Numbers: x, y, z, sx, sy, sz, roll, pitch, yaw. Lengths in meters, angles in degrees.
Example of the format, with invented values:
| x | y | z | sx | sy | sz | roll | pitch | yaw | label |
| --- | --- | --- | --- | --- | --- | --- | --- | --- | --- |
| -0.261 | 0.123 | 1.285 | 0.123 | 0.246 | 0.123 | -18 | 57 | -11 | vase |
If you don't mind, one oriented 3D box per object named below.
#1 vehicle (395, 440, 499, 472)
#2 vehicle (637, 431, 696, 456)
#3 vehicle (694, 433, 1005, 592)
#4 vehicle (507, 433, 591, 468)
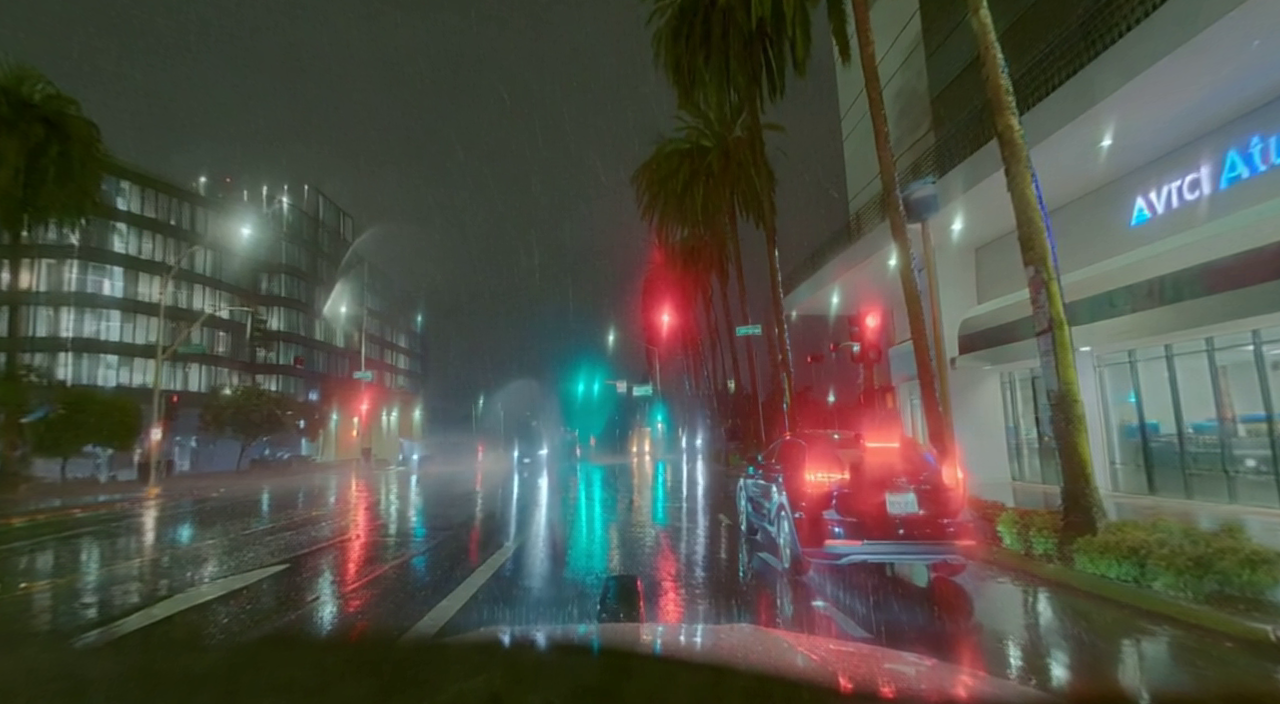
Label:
| x | y | z | sx | sy | sz | roll | pitch | yaw | label |
| --- | --- | --- | --- | --- | --- | --- | --- | --- | --- |
| -9.543 | 5.151 | 31.592 | 1.896 | 1.492 | 4.808 | -6 | -10 | 34 | vehicle |
| 2.087 | 7.065 | 48.654 | 2.029 | 1.822 | 5.090 | -6 | -10 | 36 | vehicle |
| 2.225 | 1.858 | 8.399 | 2.090 | 1.466 | 4.676 | 1 | -8 | -7 | vehicle |
| -4.104 | 4.562 | 29.417 | 2.052 | 1.478 | 4.395 | -3 | -9 | 19 | vehicle |
